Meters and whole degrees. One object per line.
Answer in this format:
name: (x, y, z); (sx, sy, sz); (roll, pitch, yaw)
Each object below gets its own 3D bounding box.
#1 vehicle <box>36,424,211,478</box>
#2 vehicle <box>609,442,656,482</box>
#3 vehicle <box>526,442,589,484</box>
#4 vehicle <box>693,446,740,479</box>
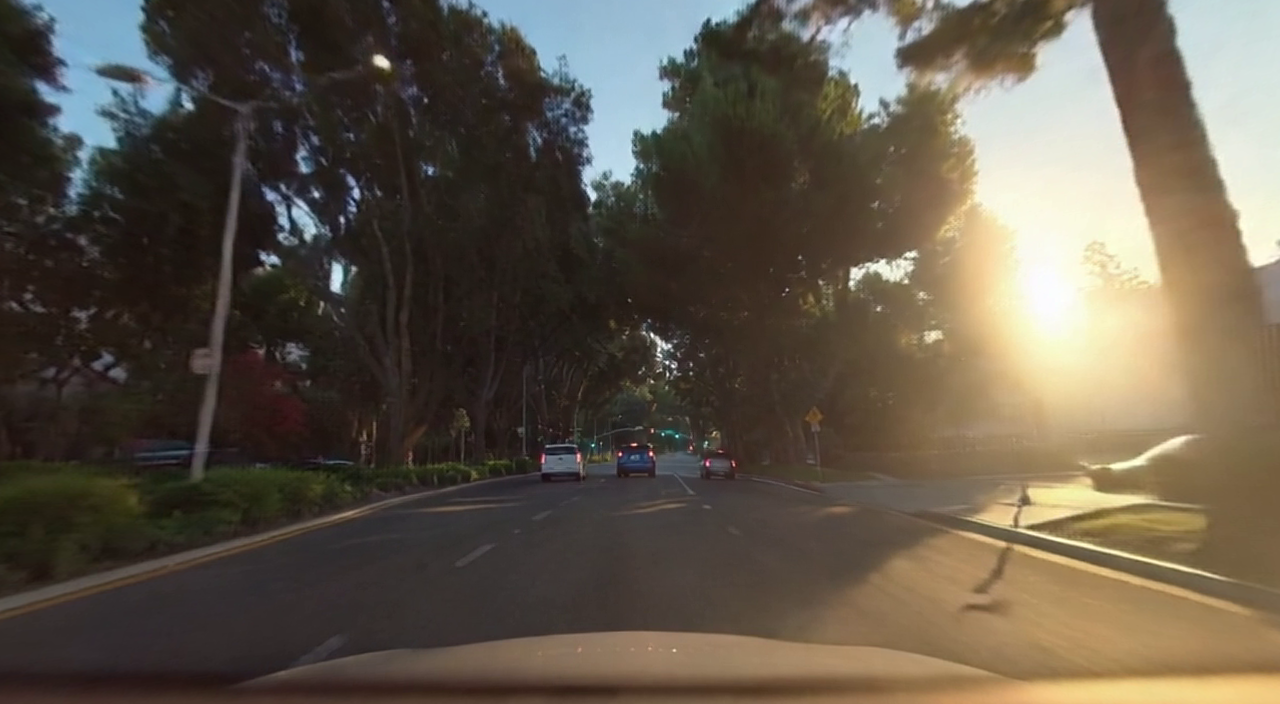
vehicle: (-32.152, 6.310, 40.038); (2.768, 3.022, 9.215); (-1, -10, 5)
vehicle: (-0.297, 5.015, 29.082); (2.022, 1.700, 4.084); (0, -8, 1)
vehicle: (-3.541, 4.825, 27.775); (2.047, 1.710, 4.314); (0, -8, 2)
vehicle: (3.810, 5.558, 31.980); (1.847, 1.554, 4.052); (0, -8, -1)
